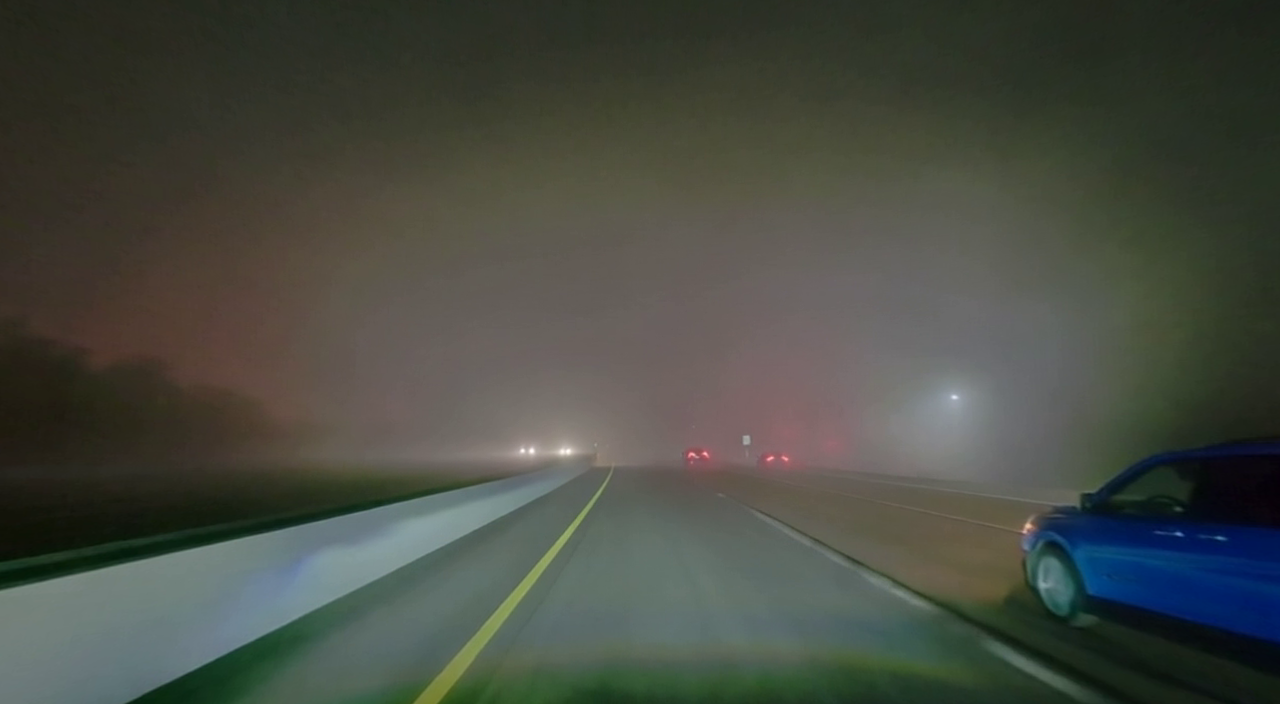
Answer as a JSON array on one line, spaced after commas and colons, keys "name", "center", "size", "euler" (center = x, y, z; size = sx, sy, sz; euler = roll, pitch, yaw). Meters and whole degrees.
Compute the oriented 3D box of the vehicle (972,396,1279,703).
[{"name": "vehicle", "center": [3.810, 1.046, 3.055], "size": [2.002, 1.604, 4.265], "euler": [0, -9, 0]}]
